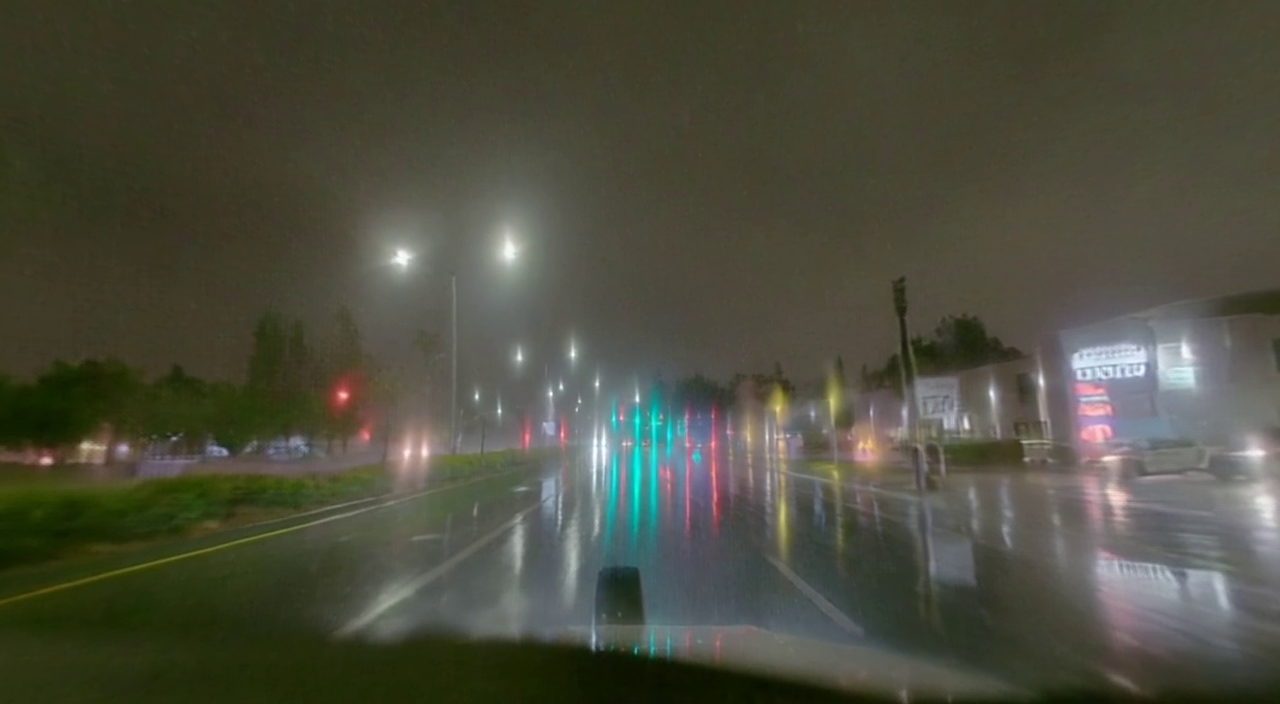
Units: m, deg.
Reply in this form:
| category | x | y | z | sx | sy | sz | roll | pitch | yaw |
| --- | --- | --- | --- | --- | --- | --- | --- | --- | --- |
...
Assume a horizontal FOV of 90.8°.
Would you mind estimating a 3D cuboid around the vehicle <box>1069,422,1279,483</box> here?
| category | x | y | z | sx | sy | sz | roll | pitch | yaw |
| --- | --- | --- | --- | --- | --- | --- | --- | --- | --- |
| vehicle | 14.992 | 2.833 | 17.870 | 4.296 | 1.596 | 1.807 | 0 | -8 | 0 |

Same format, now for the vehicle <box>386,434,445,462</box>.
| category | x | y | z | sx | sy | sz | roll | pitch | yaw |
| --- | --- | --- | --- | --- | --- | --- | --- | --- | --- |
| vehicle | -12.676 | 5.436 | 35.944 | 1.887 | 1.447 | 4.031 | 0 | -8 | 0 |
